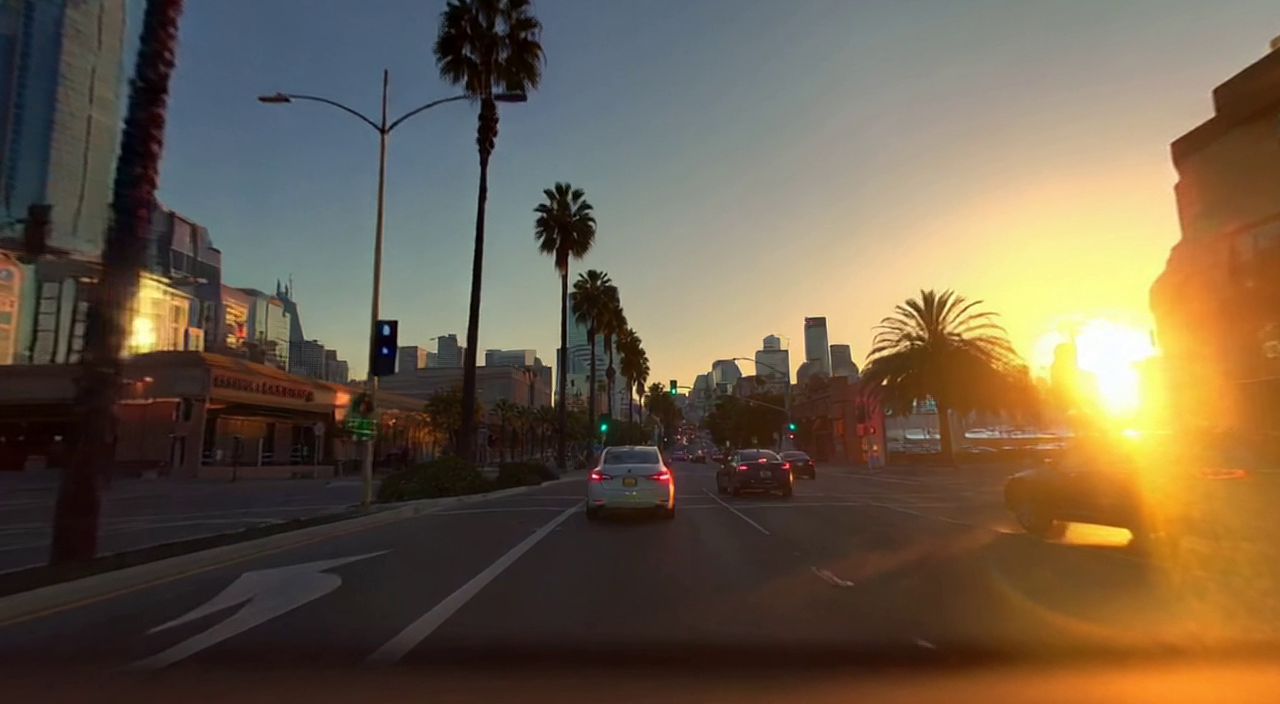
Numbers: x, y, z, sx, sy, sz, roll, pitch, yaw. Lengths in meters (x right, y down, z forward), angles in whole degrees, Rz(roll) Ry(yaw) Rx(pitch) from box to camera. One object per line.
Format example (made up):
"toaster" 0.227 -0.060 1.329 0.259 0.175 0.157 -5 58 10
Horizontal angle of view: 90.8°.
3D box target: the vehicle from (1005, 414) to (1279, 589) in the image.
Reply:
"vehicle" 7.000 1.754 8.239 1.940 1.674 4.085 0 -8 -1

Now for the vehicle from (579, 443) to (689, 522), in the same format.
"vehicle" -0.162 2.804 14.177 2.110 1.487 3.873 0 -8 -1

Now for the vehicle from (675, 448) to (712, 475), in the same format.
"vehicle" 3.432 7.139 41.436 2.012 1.570 4.600 0 -8 0

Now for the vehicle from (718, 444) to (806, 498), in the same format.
"vehicle" 3.801 3.770 20.417 1.892 1.532 4.177 0 -8 -2
